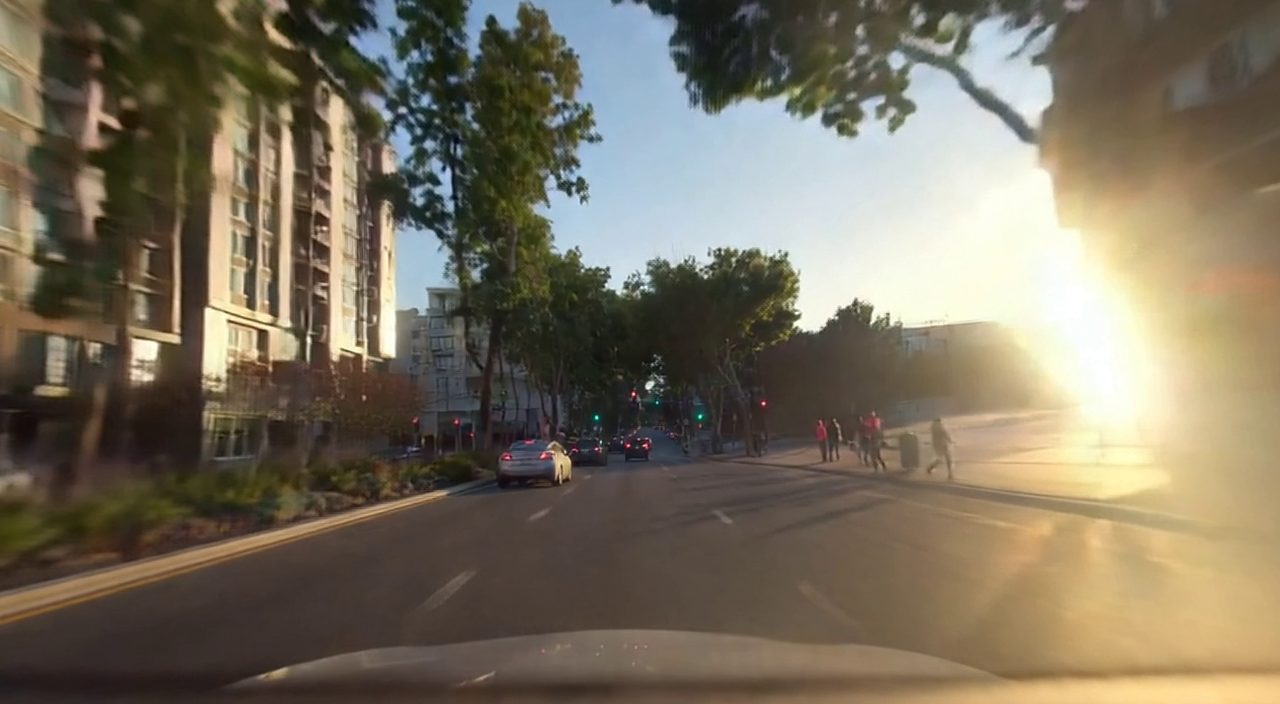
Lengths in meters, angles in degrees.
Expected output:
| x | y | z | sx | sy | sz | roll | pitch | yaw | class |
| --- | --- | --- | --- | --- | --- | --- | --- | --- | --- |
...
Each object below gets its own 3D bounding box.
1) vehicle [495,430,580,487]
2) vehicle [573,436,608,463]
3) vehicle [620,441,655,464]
| x | y | z | sx | sy | sz | roll | pitch | yaw | class |
| --- | --- | --- | --- | --- | --- | --- | --- | --- | --- |
| -3.350 | 3.573 | 21.566 | 2.116 | 1.725 | 4.315 | 0 | -8 | 1 | vehicle |
| -3.490 | 6.982 | 45.349 | 2.152 | 1.802 | 4.628 | 0 | -8 | 0 | vehicle |
| -0.144 | 6.433 | 40.585 | 2.095 | 1.438 | 3.843 | 0 | -8 | 0 | vehicle |
